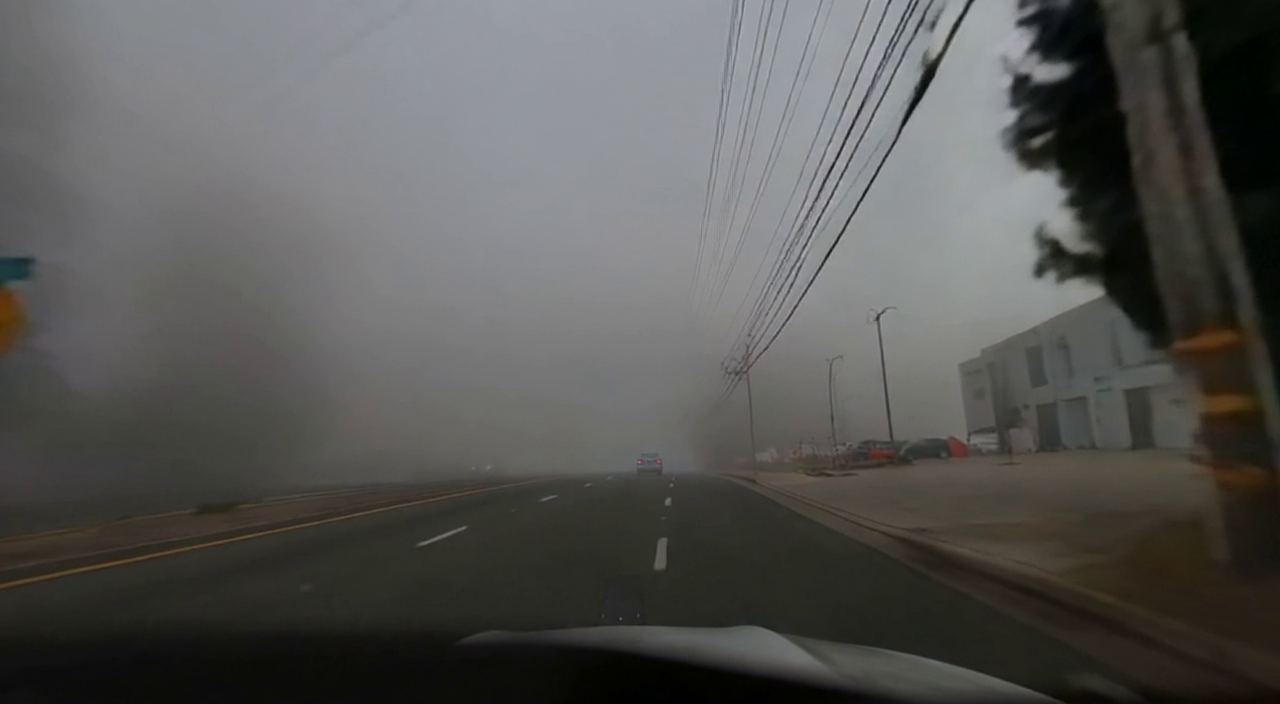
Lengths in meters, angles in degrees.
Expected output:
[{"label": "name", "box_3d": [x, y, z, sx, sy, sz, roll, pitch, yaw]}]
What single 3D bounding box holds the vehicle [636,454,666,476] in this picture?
[{"label": "vehicle", "box_3d": [0.859, 8.458, 47.264, 2.114, 1.492, 4.453, -1, -9, 2]}]
